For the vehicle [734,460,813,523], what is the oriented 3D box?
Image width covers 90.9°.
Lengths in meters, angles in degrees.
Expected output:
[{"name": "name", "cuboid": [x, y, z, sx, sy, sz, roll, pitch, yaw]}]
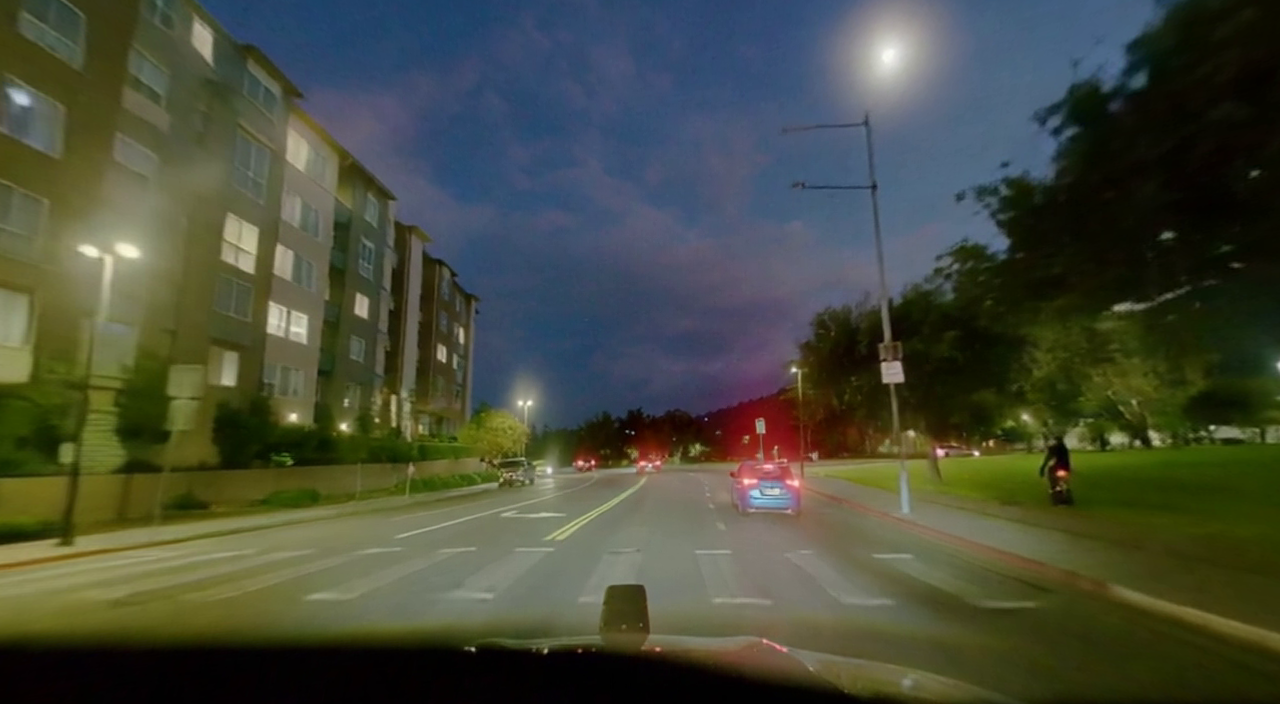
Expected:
[{"name": "vehicle", "cuboid": [3.222, 3.438, 15.648, 1.559, 1.351, 2.452, -4, -11, 5]}]

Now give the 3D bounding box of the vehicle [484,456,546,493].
[{"name": "vehicle", "cuboid": [-7.417, 7.346, 37.991, 2.347, 1.846, 4.915, -6, -10, 3]}]
